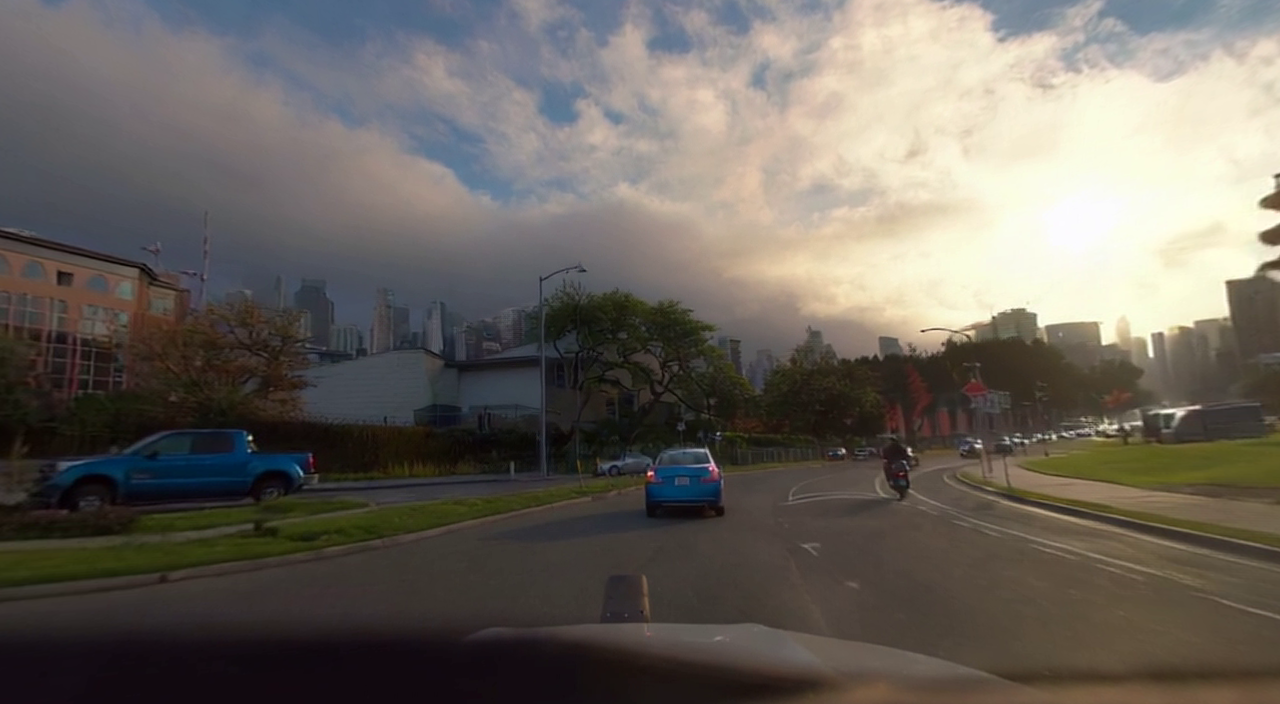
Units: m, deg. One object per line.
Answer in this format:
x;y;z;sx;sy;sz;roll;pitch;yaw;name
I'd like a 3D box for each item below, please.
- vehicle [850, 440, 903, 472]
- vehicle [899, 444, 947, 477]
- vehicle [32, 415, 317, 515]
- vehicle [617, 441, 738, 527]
14.277;6.264;37.904;2.212;1.790;4.768;-5;-11;28;vehicle
14.653;5.584;32.530;1.822;1.555;3.574;-5;-11;28;vehicle
-15.202;3.755;21.322;2.287;2.780;7.166;-7;-11;34;vehicle
0.848;2.644;13.060;2.118;1.480;3.949;-1;-9;6;vehicle
